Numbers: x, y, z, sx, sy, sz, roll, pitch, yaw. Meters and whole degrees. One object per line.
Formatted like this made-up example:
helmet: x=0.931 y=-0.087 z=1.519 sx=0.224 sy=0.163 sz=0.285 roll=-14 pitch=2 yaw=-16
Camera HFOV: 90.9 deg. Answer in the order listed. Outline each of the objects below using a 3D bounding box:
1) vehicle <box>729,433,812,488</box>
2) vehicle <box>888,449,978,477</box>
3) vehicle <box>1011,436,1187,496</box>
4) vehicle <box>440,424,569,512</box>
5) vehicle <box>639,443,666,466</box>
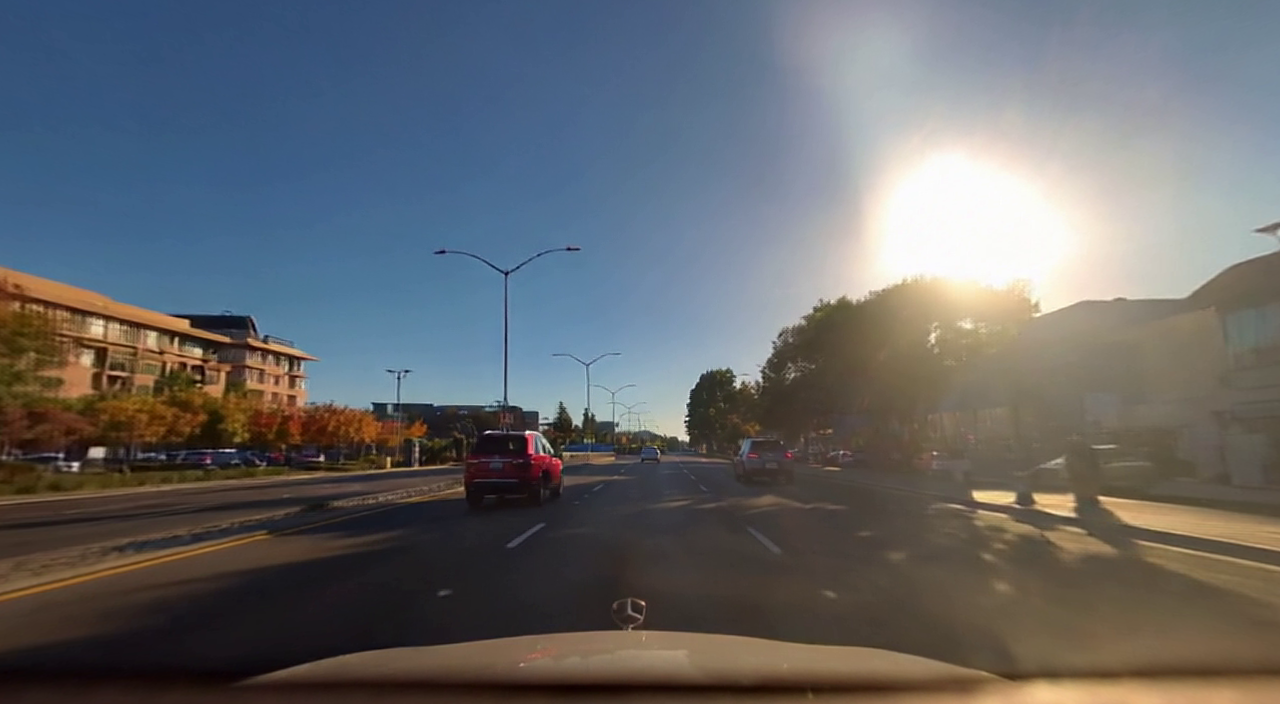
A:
vehicle: x=4.564 y=3.868 z=22.812 sx=2.083 sy=1.779 sz=4.347 roll=0 pitch=-9 yaw=0
vehicle: x=16.125 y=6.096 z=34.760 sx=4.133 sy=1.475 sz=1.833 roll=2 pitch=-9 yaw=-11
vehicle: x=15.077 y=3.743 z=21.139 sx=1.932 sy=1.748 sz=4.741 roll=2 pitch=-9 yaw=-8
vehicle: x=-3.066 y=2.730 z=15.323 sx=2.047 sy=1.810 sz=4.414 roll=0 pitch=-9 yaw=2
vehicle: x=0.979 y=7.973 z=49.271 sx=2.067 sy=1.702 sz=3.987 roll=0 pitch=-9 yaw=1
